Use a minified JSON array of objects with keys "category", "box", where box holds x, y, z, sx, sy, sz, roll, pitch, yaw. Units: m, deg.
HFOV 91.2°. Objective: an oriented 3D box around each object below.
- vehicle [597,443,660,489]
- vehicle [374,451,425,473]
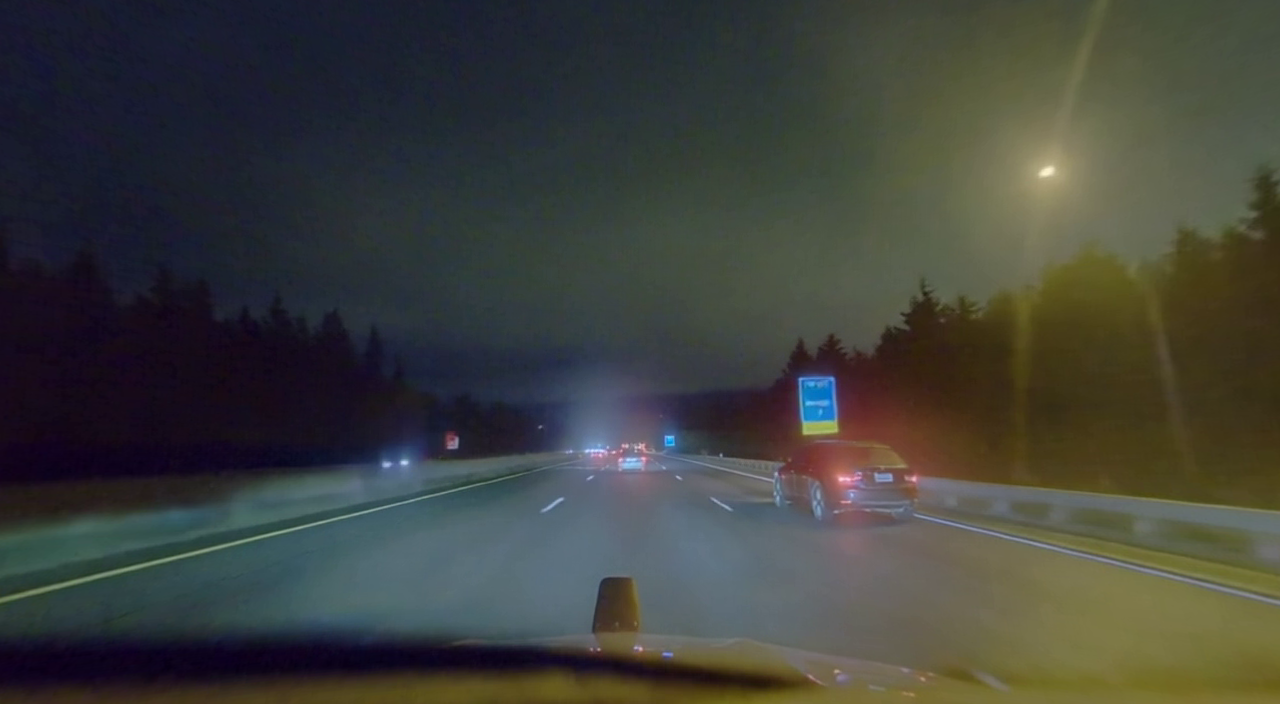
[{"category":"vehicle","box":[-0.408,4.097,22.796,2.066,1.490,3.759,0,-9,-1]},{"category":"vehicle","box":[-17.293,7.929,45.312,1.893,1.464,4.526,-1,-9,0]}]
